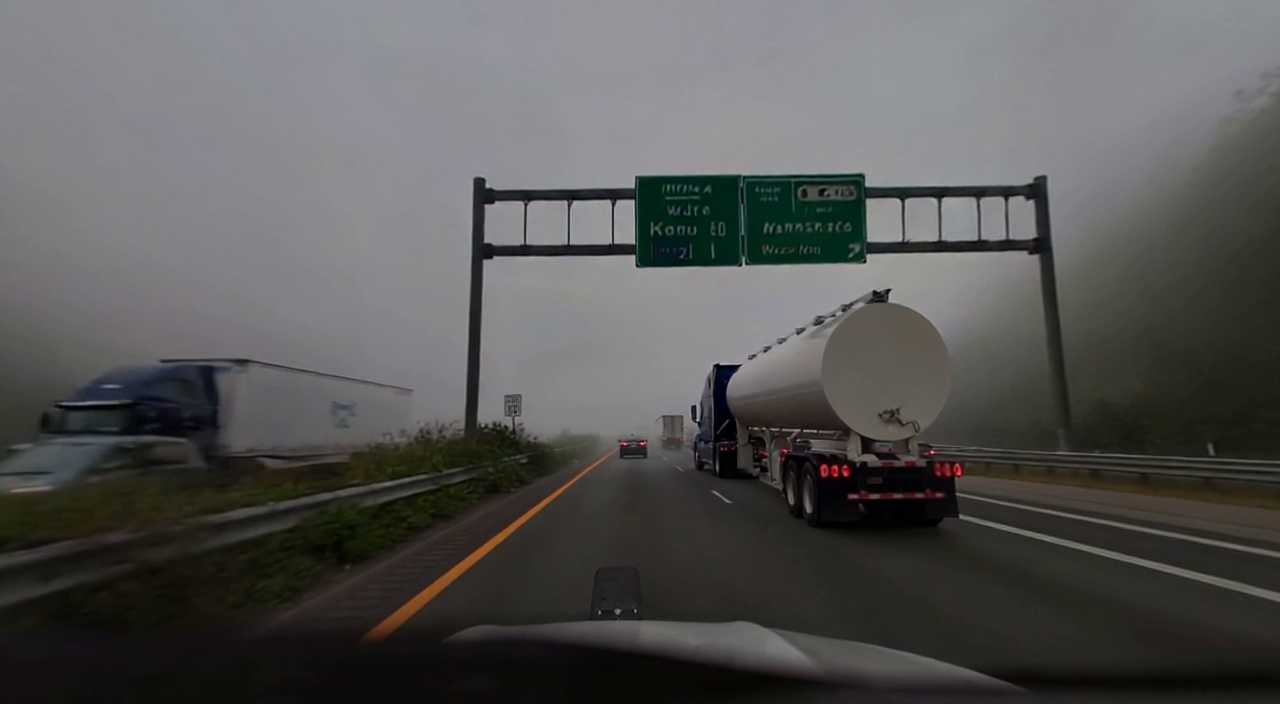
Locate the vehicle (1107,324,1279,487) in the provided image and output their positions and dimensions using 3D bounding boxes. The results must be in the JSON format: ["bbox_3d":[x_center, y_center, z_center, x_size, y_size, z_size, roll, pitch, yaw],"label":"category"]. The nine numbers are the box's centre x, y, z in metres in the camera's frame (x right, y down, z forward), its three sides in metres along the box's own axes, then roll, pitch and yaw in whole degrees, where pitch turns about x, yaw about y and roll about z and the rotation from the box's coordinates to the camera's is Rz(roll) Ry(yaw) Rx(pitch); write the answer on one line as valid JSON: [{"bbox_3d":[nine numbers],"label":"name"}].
[{"bbox_3d":[17.222,1.357,15.905,2.722,4.038,8.781,2,-8,-13],"label":"vehicle"}]

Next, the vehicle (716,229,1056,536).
[{"bbox_3d":[3.627,0.946,12.613,2.826,3.905,9.262,0,-8,-1],"label":"vehicle"}]

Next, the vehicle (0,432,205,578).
[{"bbox_3d":[-8.565,1.973,8.669,1.991,1.712,4.495,0,-8,-1],"label":"vehicle"}]

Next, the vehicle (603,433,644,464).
[{"bbox_3d":[-0.852,4.990,32.727,2.000,1.510,3.518,0,-8,-1],"label":"vehicle"}]

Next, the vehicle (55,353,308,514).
[{"bbox_3d":[-12.996,2.403,18.744,3.003,4.019,5.876,0,-8,-1],"label":"vehicle"}]
